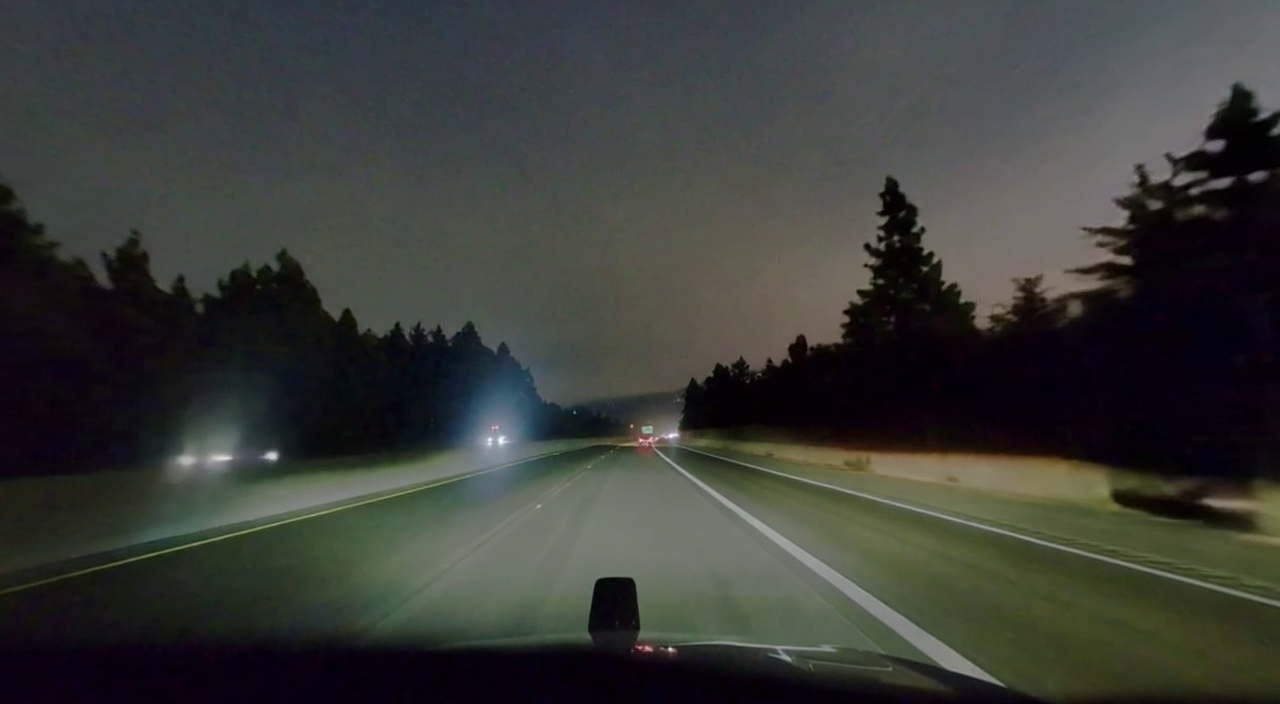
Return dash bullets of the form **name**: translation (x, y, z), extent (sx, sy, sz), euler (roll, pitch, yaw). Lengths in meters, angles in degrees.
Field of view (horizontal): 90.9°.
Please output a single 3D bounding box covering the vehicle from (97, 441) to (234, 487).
- **vehicle**: translation (-16.395, 3.858, 22.072), extent (1.744, 1.433, 3.967), euler (0, -8, -1)
